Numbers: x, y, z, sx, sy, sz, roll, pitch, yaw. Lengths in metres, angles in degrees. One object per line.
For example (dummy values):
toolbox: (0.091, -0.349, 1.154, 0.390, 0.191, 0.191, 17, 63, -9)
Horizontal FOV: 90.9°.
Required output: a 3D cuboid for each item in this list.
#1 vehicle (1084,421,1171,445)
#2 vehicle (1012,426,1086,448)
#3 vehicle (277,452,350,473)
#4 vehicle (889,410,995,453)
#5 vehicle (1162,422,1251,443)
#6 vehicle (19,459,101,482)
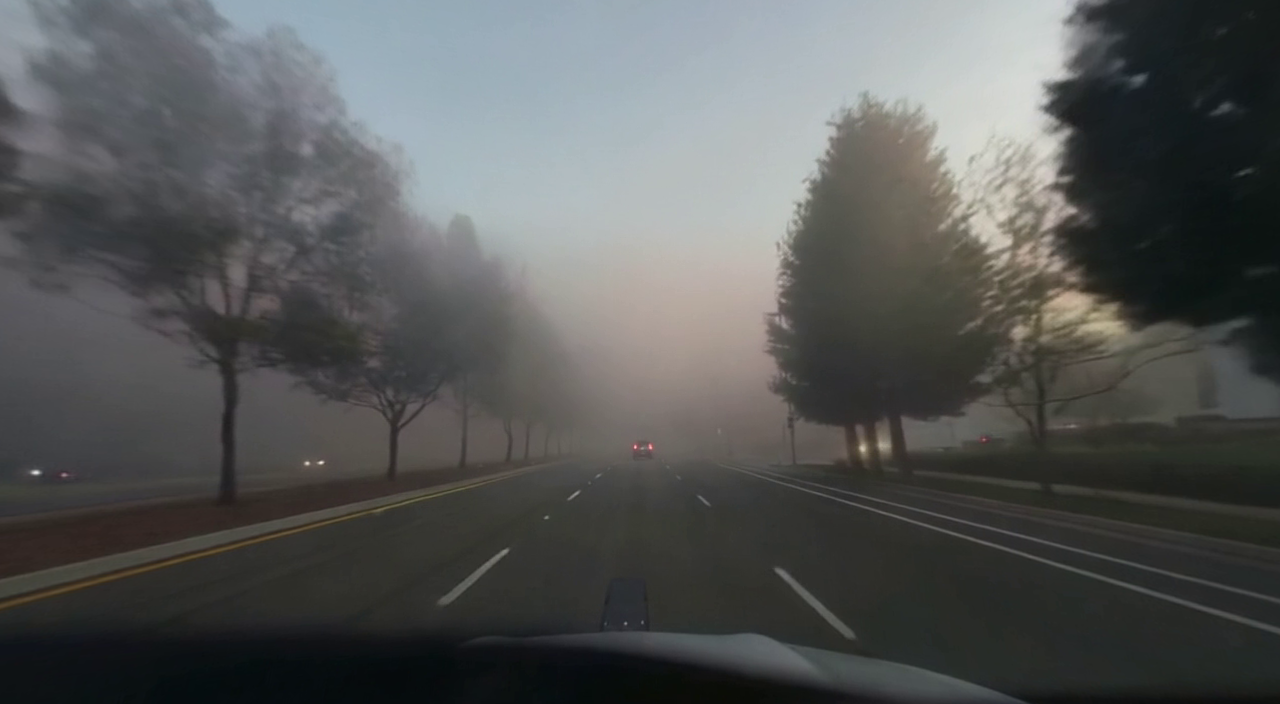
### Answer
vehicle: (35.236, 5.877, 45.608, 4.578, 1.488, 1.890, -2, -9, 1)
vehicle: (29.555, 6.147, 45.623, 4.101, 1.518, 1.749, 0, -8, -1)
vehicle: (-25.372, 8.536, 49.033, 2.004, 1.450, 4.543, -8, -11, 42)
vehicle: (21.945, 5.812, 46.063, 6.374, 3.018, 2.476, 0, -8, -1)
vehicle: (40.956, 5.830, 45.619, 4.568, 1.459, 1.789, 0, -8, 1)
vehicle: (-38.688, 7.864, 42.061, 4.135, 1.440, 1.754, -2, -9, 11)
